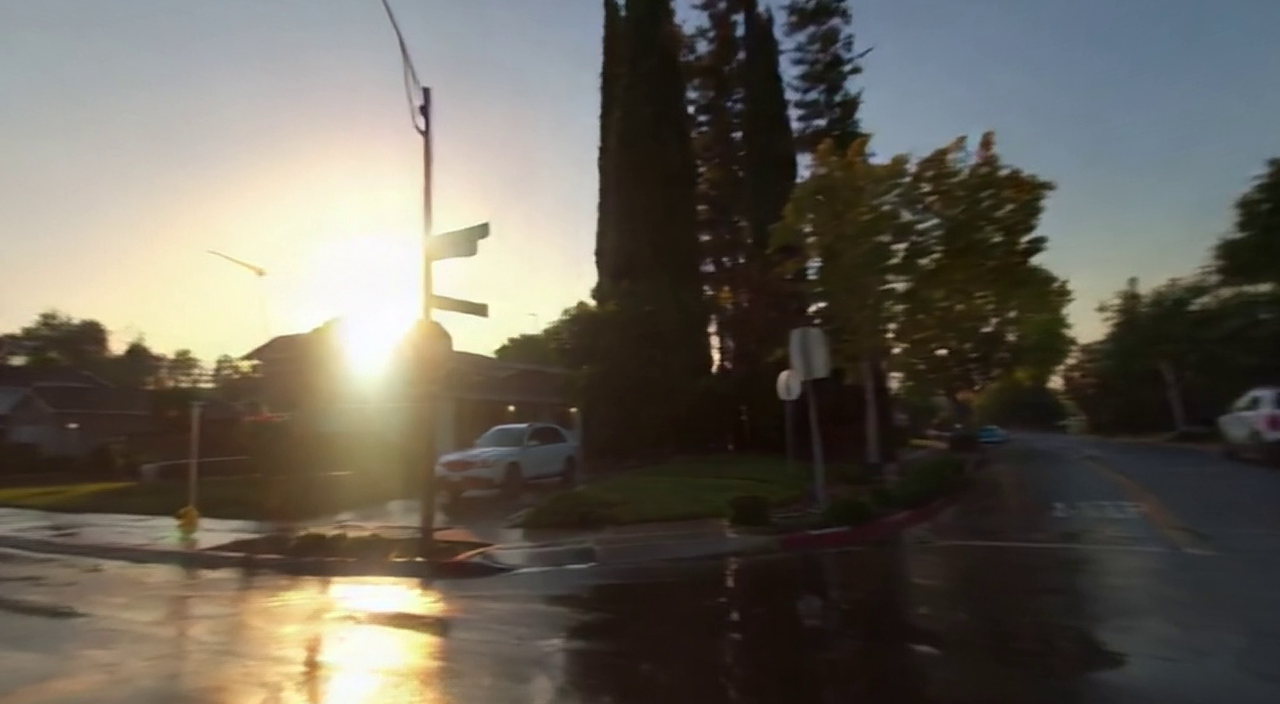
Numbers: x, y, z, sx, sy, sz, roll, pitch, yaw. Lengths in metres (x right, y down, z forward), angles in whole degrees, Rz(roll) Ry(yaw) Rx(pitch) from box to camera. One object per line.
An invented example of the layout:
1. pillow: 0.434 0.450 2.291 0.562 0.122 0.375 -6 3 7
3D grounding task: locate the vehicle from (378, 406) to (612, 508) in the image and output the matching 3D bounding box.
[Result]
1. vehicle: -3.066 2.316 15.130 2.286 1.915 5.980 -4 -7 24
